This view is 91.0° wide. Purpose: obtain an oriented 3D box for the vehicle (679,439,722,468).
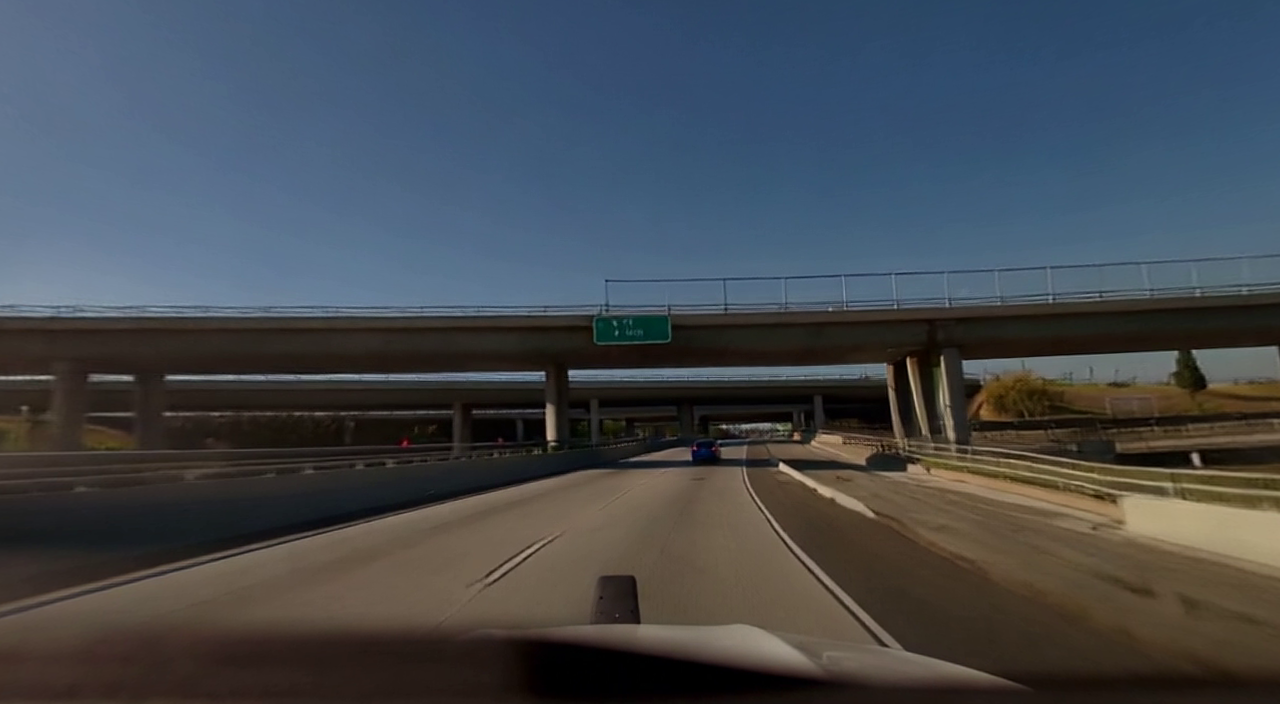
[{"bbox_3d":[3.328,5.431,33.940,2.028,1.440,3.970,-2,-8,9],"label":"vehicle"}]
